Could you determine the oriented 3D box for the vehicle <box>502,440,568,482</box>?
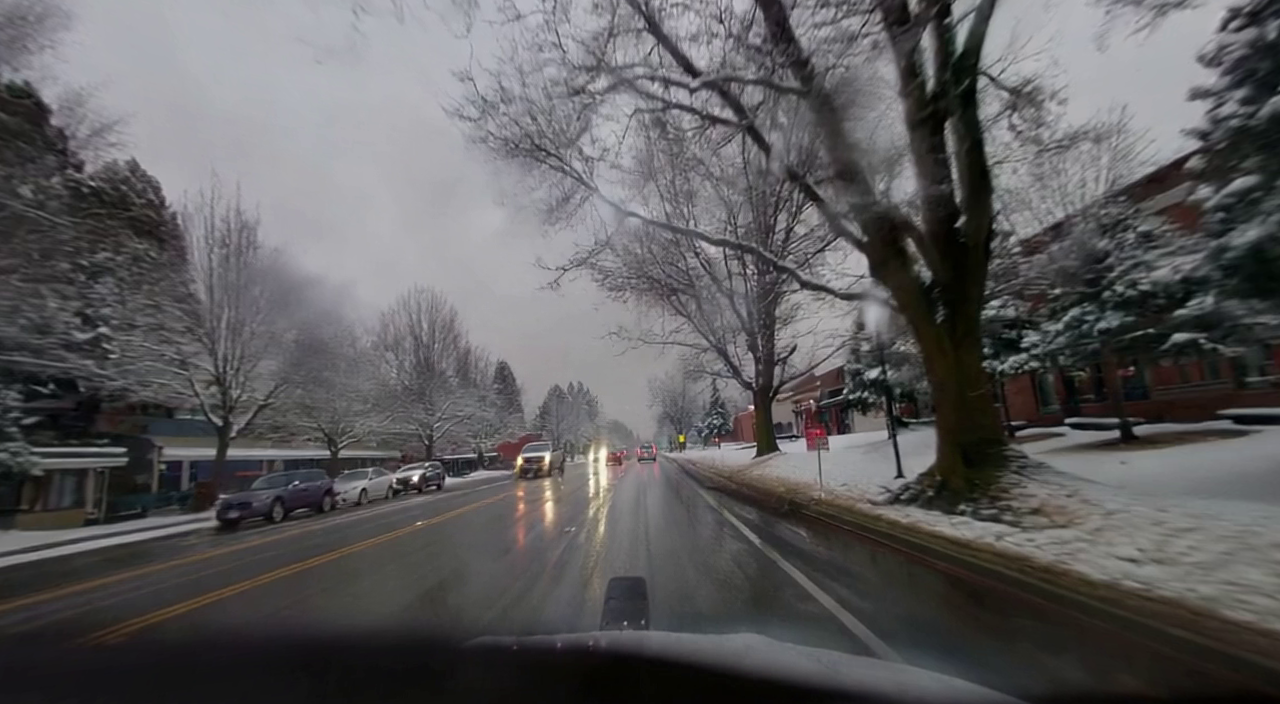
[{"bbox_3d":[-5.829,6.175,36.018,2.644,2.161,5.825,0,-8,1],"label":"vehicle"}]

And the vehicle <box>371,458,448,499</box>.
[{"bbox_3d":[-11.087,6.087,30.648,1.925,1.709,4.426,-1,-8,2],"label":"vehicle"}]

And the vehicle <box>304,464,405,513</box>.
[{"bbox_3d":[-11.188,5.345,25.060,1.858,1.469,4.665,-4,-9,0],"label":"vehicle"}]

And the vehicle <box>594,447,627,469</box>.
[{"bbox_3d":[-2.103,7.646,45.610,2.099,1.424,4.609,0,-8,1],"label":"vehicle"}]

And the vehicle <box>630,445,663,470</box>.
[{"bbox_3d":[0.437,6.745,40.537,2.020,1.478,3.922,0,-8,1],"label":"vehicle"}]

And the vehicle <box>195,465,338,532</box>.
[{"bbox_3d":[-11.146,4.350,19.177,1.946,1.526,3.954,-2,-7,0],"label":"vehicle"}]
